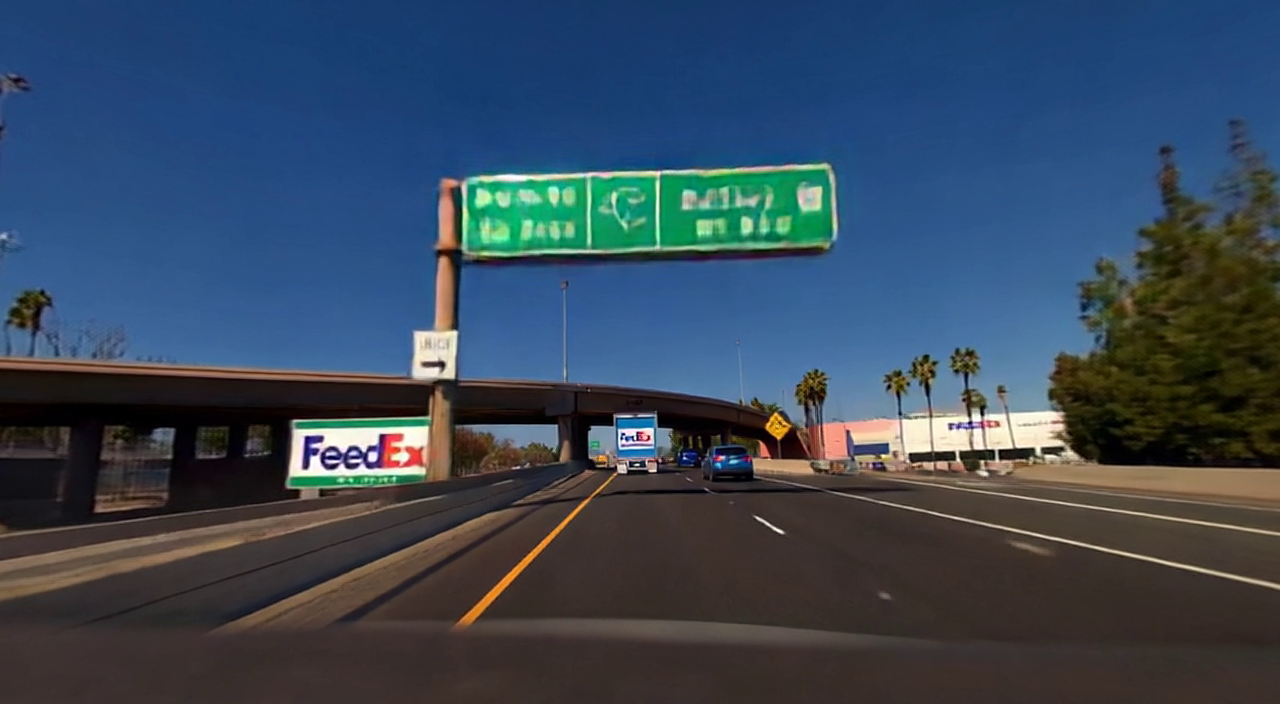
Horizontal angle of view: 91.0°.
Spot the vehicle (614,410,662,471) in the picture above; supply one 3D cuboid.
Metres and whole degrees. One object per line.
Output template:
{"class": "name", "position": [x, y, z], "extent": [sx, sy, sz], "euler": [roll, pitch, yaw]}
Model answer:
{"class": "vehicle", "position": [-0.231, 6.875, 48.531], "extent": [3.243, 4.134, 11.656], "euler": [0, -9, -1]}

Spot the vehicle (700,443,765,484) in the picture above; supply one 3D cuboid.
{"class": "vehicle", "position": [3.734, 4.587, 26.185], "extent": [1.966, 1.558, 4.238], "euler": [0, -9, -1]}
